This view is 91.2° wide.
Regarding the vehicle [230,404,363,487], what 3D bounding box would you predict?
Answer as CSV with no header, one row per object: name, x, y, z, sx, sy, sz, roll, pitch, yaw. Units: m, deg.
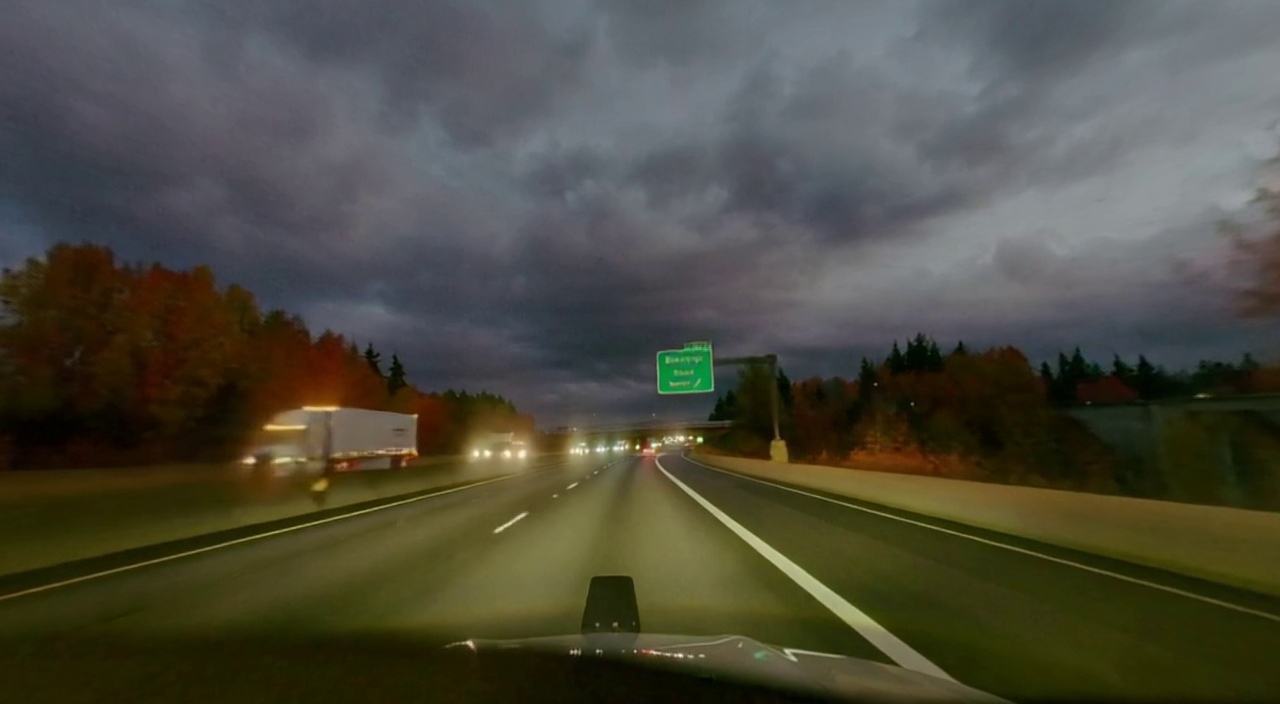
vehicle,-17.408,4.837,32.423,3.114,3.820,6.284,0,-9,0
